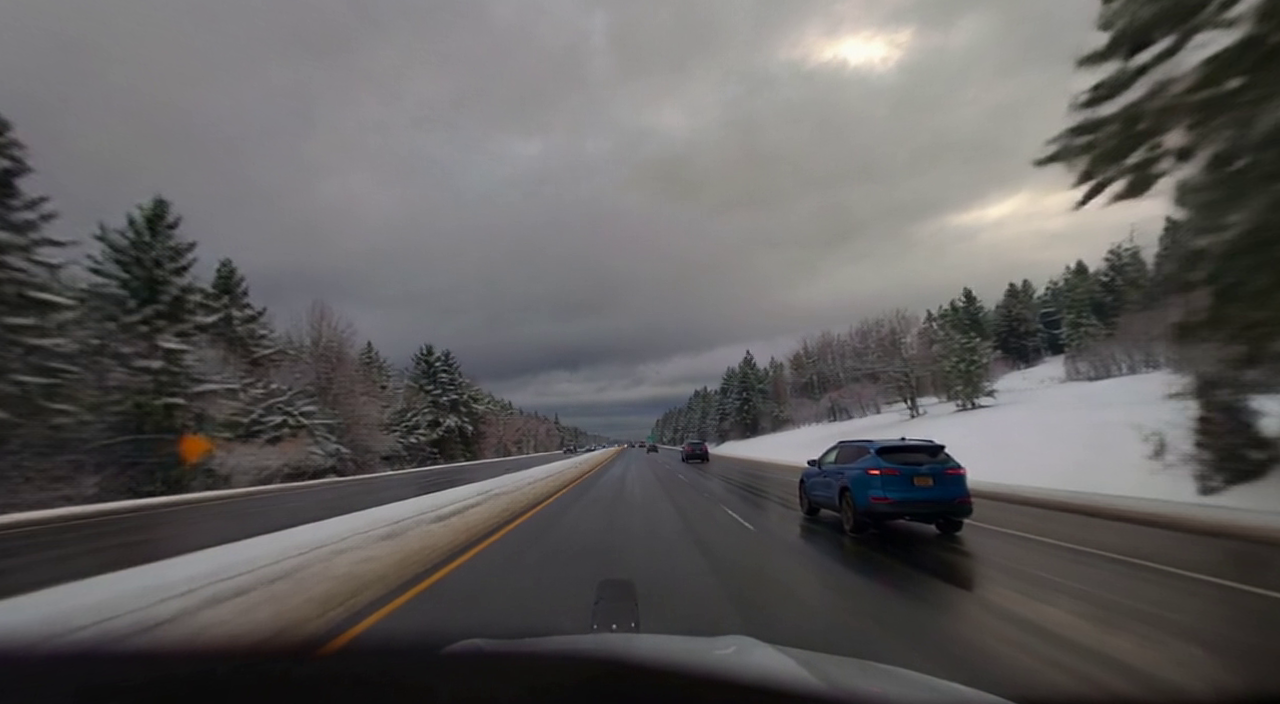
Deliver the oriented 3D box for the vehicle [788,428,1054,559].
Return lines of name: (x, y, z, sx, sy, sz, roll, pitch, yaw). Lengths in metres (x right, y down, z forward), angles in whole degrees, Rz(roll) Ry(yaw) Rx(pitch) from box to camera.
vehicle: (3.828, 1.972, 9.589, 1.999, 1.501, 4.221, 0, -8, -2)

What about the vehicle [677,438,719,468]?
vehicle: (3.393, 5.995, 37.567, 2.043, 1.673, 4.016, 0, -8, -2)
